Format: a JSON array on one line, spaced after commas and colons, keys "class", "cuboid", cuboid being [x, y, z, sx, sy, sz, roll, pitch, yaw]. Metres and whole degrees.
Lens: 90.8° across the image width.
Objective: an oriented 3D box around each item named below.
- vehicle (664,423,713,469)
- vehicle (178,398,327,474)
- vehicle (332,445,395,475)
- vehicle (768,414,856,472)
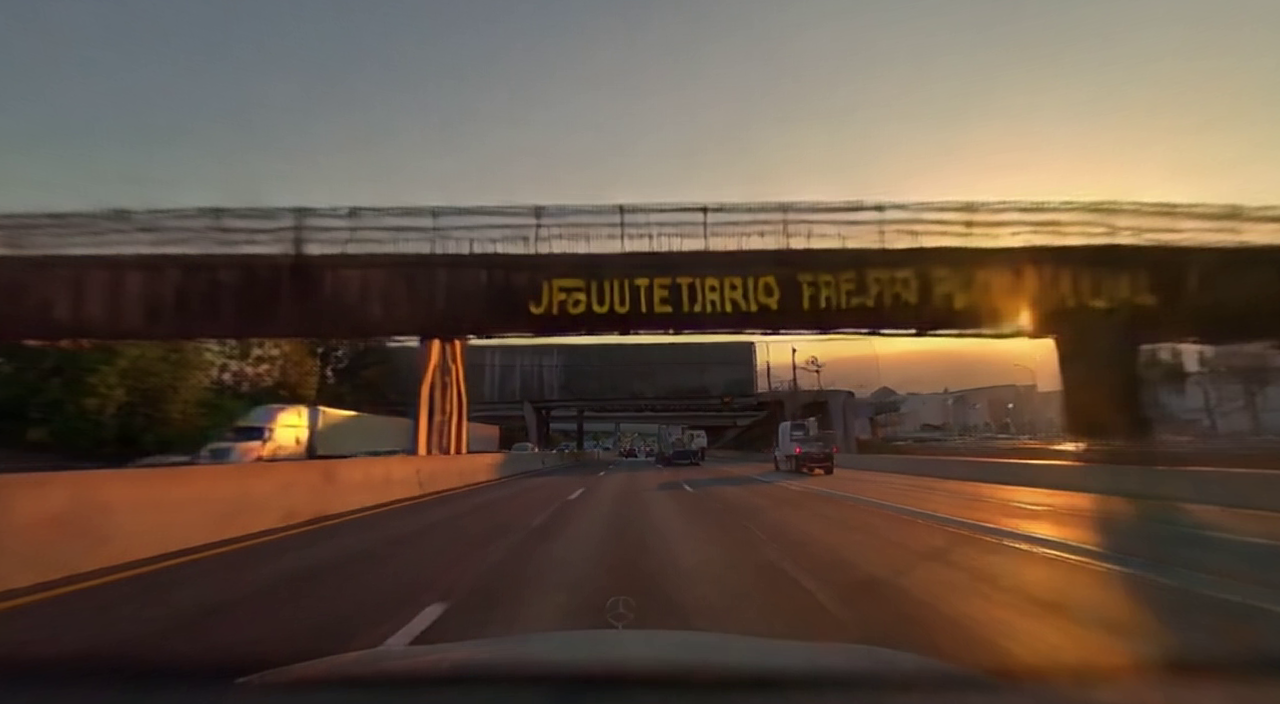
[{"class": "vehicle", "cuboid": [3.411, 6.884, 46.360, 2.742, 3.054, 7.537, 0, -9, -2]}, {"class": "vehicle", "cuboid": [-21.170, 4.753, 35.287, 3.105, 3.748, 8.035, 0, -9, 0]}, {"class": "vehicle", "cuboid": [-13.785, 5.386, 31.637, 1.578, 1.376, 3.354, 0, -9, 0]}, {"class": "vehicle", "cuboid": [10.937, 6.011, 41.371, 2.912, 3.293, 9.588, 0, -9, -1]}]
